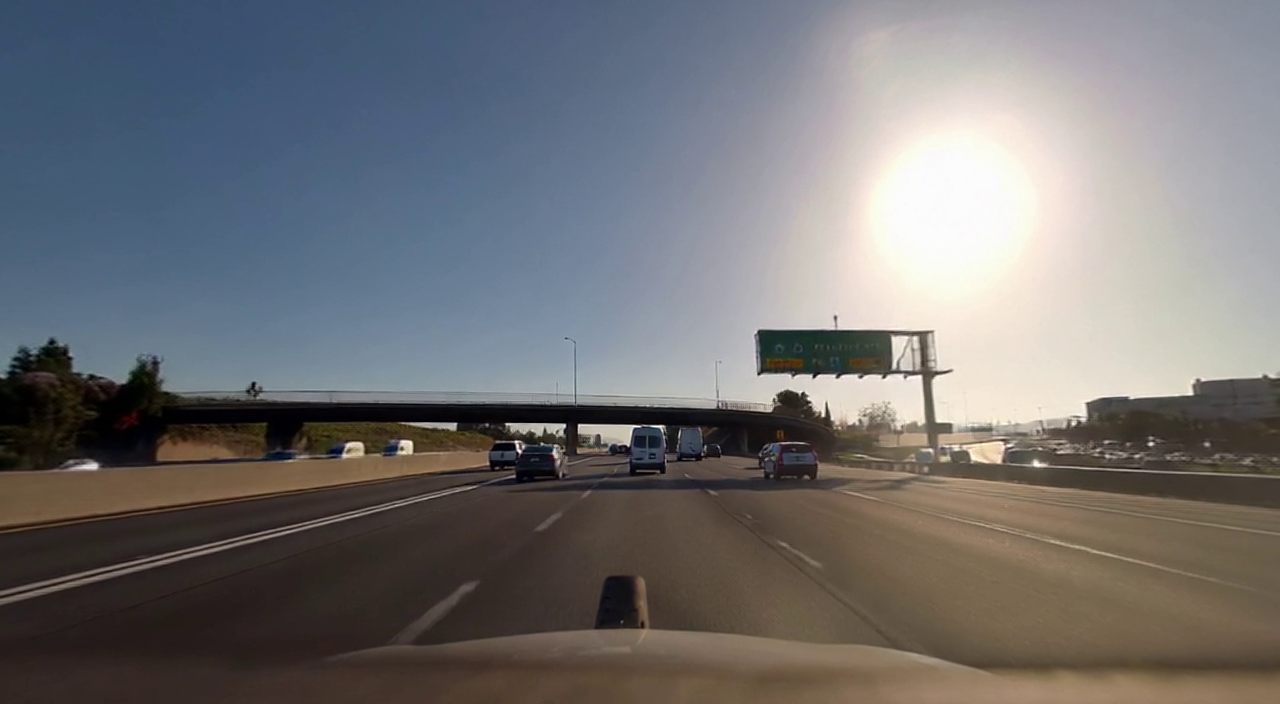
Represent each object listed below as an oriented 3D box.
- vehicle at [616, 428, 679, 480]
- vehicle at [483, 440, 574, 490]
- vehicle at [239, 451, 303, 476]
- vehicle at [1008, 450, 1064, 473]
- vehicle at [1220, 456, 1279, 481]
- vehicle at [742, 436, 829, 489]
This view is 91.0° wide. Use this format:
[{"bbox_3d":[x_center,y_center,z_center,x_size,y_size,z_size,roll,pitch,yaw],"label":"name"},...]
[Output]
[{"bbox_3d":[0.319,4.471,27.757,2.509,2.062,4.639,0,-9,0],"label":"vehicle"},{"bbox_3d":[-3.750,3.914,22.160,2.173,1.542,4.781,0,-8,2],"label":"vehicle"},{"bbox_3d":[-22.868,6.895,39.156,1.640,1.464,3.687,0,-9,2],"label":"vehicle"},{"bbox_3d":[30.864,8.516,49.238,2.039,1.718,4.674,-1,-9,10],"label":"vehicle"},{"bbox_3d":[42.976,7.949,43.159,4.217,1.445,1.810,-5,-8,12],"label":"vehicle"},{"bbox_3d":[5.009,3.869,22.379,2.146,1.678,4.489,0,-8,1],"label":"vehicle"}]
